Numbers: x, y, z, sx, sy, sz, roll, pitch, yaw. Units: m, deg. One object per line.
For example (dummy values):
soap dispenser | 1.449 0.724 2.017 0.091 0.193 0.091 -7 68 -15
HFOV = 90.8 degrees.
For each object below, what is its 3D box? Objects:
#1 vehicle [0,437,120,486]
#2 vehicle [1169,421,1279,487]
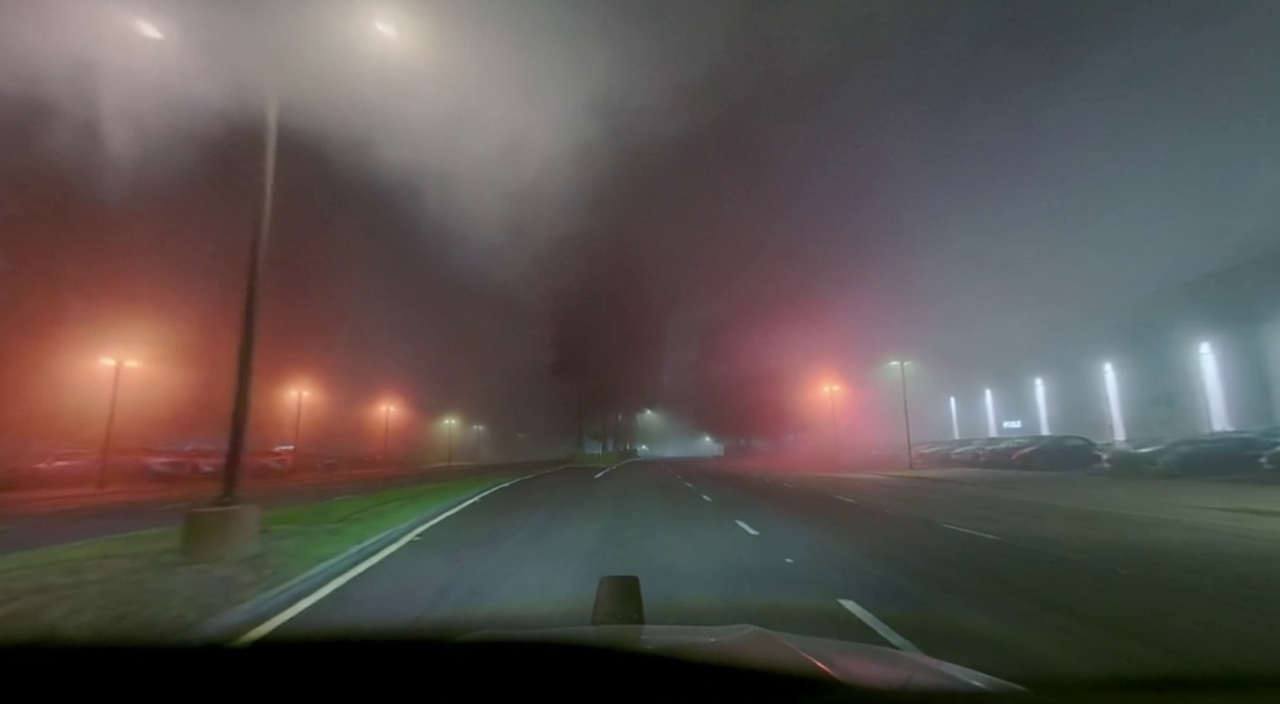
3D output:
vehicle | -25.454 4.615 26.439 5.442 1.851 2.152 -2 -9 1
vehicle | 20.261 3.176 19.749 5.392 1.923 2.156 0 -9 0
